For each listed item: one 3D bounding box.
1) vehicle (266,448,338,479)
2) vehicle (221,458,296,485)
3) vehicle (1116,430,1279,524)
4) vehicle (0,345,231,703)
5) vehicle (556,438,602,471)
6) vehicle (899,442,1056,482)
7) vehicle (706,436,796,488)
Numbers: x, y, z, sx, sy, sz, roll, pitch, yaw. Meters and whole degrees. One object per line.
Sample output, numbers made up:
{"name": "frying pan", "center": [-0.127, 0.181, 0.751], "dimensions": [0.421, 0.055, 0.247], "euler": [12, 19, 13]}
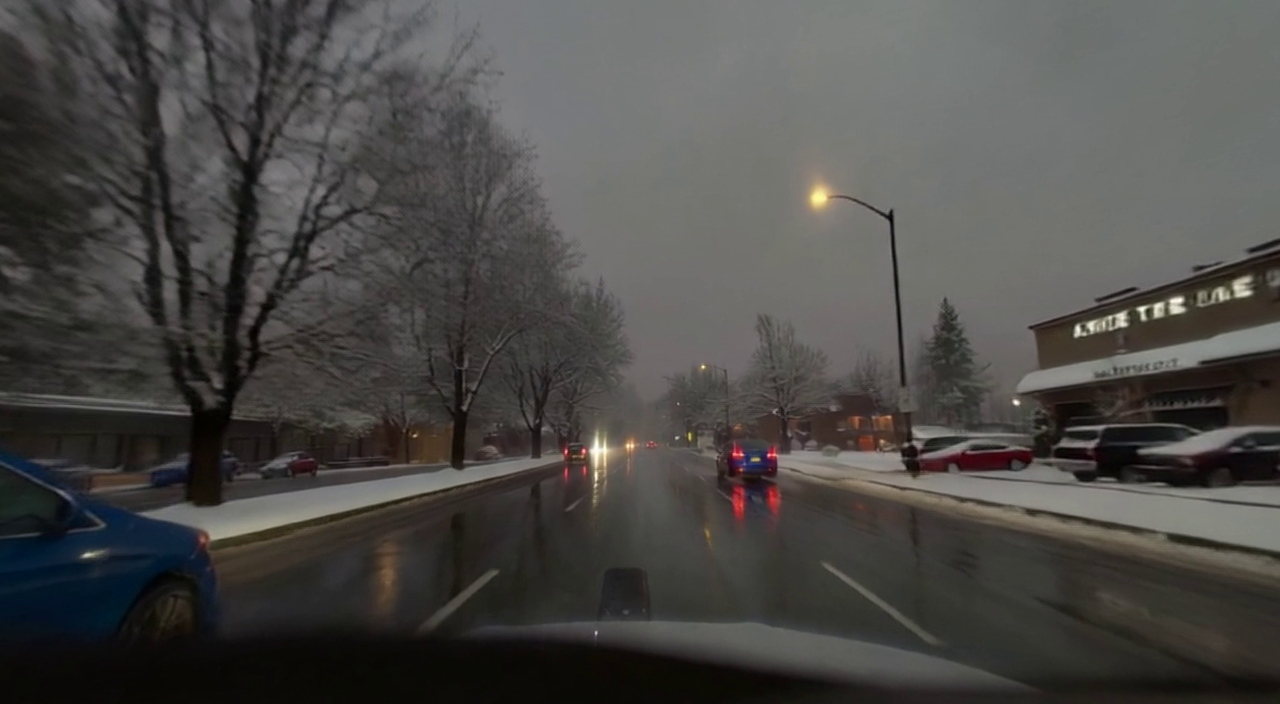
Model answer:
{"name": "vehicle", "center": [-22.033, 7.266, 41.299], "dimensions": [2.203, 1.857, 4.581], "euler": [0, -8, -1]}
{"name": "vehicle", "center": [-21.806, 6.811, 36.179], "dimensions": [1.838, 1.351, 3.904], "euler": [-1, -8, 0]}
{"name": "vehicle", "center": [12.831, 2.437, 12.794], "dimensions": [4.647, 1.662, 2.134], "euler": [-1, -7, -3]}
{"name": "vehicle", "center": [-3.605, 0.699, 1.518], "dimensions": [2.023, 1.720, 4.741], "euler": [-1, -8, 0]}
{"name": "vehicle", "center": [-3.210, 5.505, 34.109], "dimensions": [2.113, 1.626, 4.129], "euler": [0, -8, -1]}
{"name": "vehicle", "center": [12.621, 4.125, 23.798], "dimensions": [4.757, 1.327, 2.062], "euler": [0, -7, -1]}
{"name": "vehicle", "center": [3.459, 3.527, 20.494], "dimensions": [2.083, 1.474, 4.360], "euler": [0, -8, 0]}
